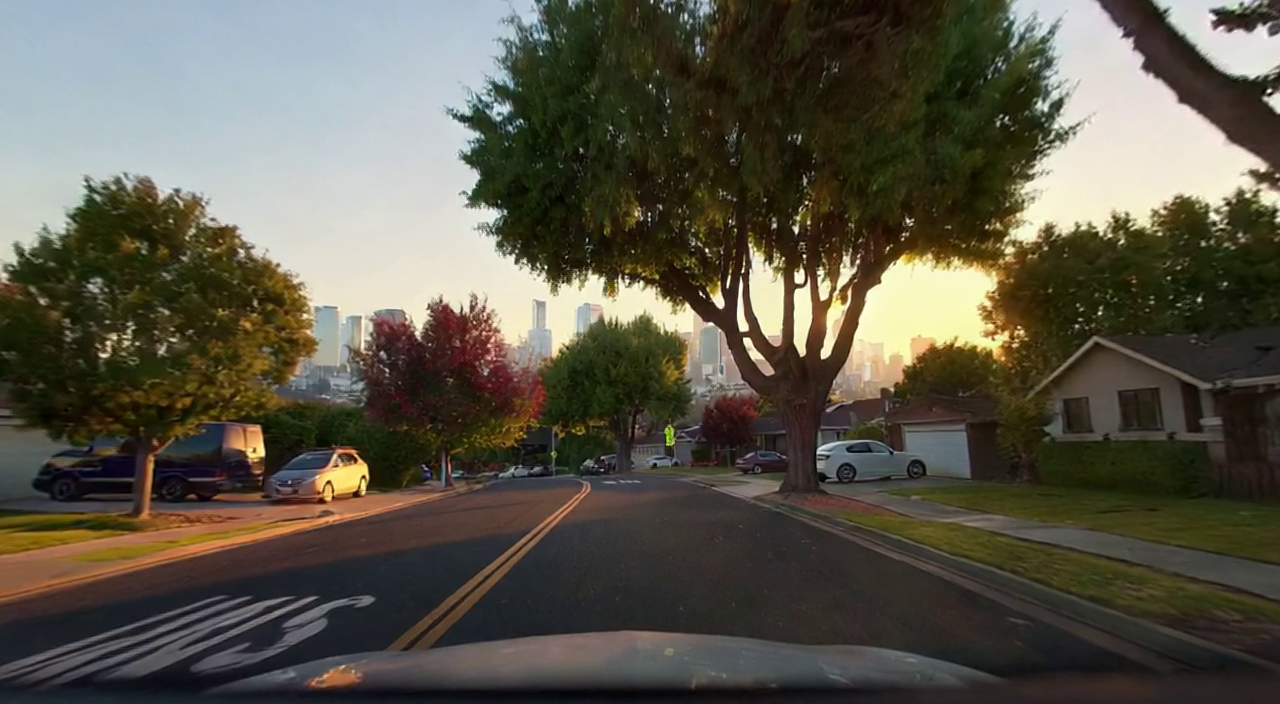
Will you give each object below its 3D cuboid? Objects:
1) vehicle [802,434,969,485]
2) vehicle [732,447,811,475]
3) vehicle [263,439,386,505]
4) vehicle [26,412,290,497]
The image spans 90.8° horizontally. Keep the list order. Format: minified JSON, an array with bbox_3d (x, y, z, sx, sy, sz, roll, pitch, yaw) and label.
[{"bbox_3d":[9.308,4.032,24.050,5.751,1.733,2.138,2,-9,-17],"label":"vehicle"},{"bbox_3d":[8.141,6.737,39.152,4.284,1.522,1.893,1,-8,-18],"label":"vehicle"},{"bbox_3d":[-10.249,3.888,21.041,2.073,1.899,4.869,0,-8,-7],"label":"vehicle"},{"bbox_3d":[-14.121,3.060,19.053,5.662,2.292,2.422,2,-10,-14],"label":"vehicle"}]
